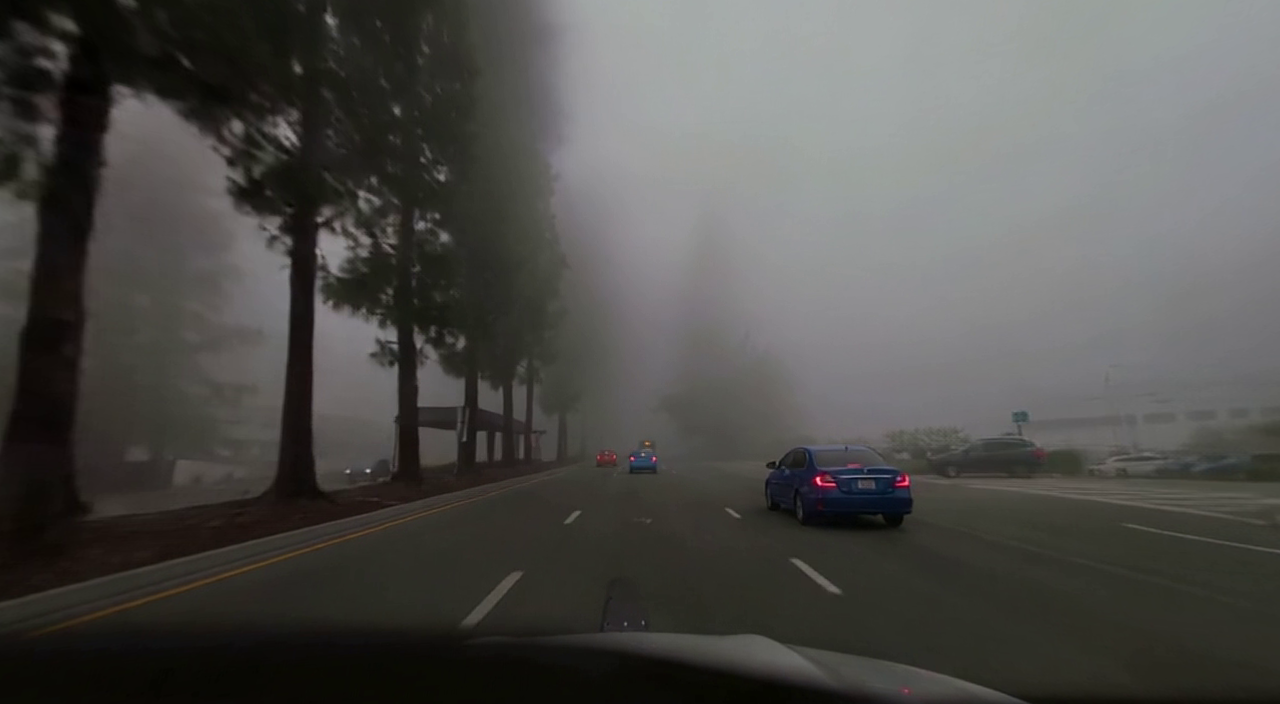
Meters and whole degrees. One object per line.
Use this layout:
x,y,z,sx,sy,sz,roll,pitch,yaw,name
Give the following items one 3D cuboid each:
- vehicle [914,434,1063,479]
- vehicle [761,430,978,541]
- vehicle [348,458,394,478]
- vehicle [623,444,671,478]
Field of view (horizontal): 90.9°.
13.930,4.223,25.521,4.718,1.686,2.272,-2,-9,11,vehicle
3.576,2.158,10.862,2.067,1.497,4.327,0,-9,-1,vehicle
-21.039,9.058,49.463,1.708,1.455,4.281,0,-9,0,vehicle
0.316,5.218,30.547,2.144,1.505,4.128,0,-9,0,vehicle
